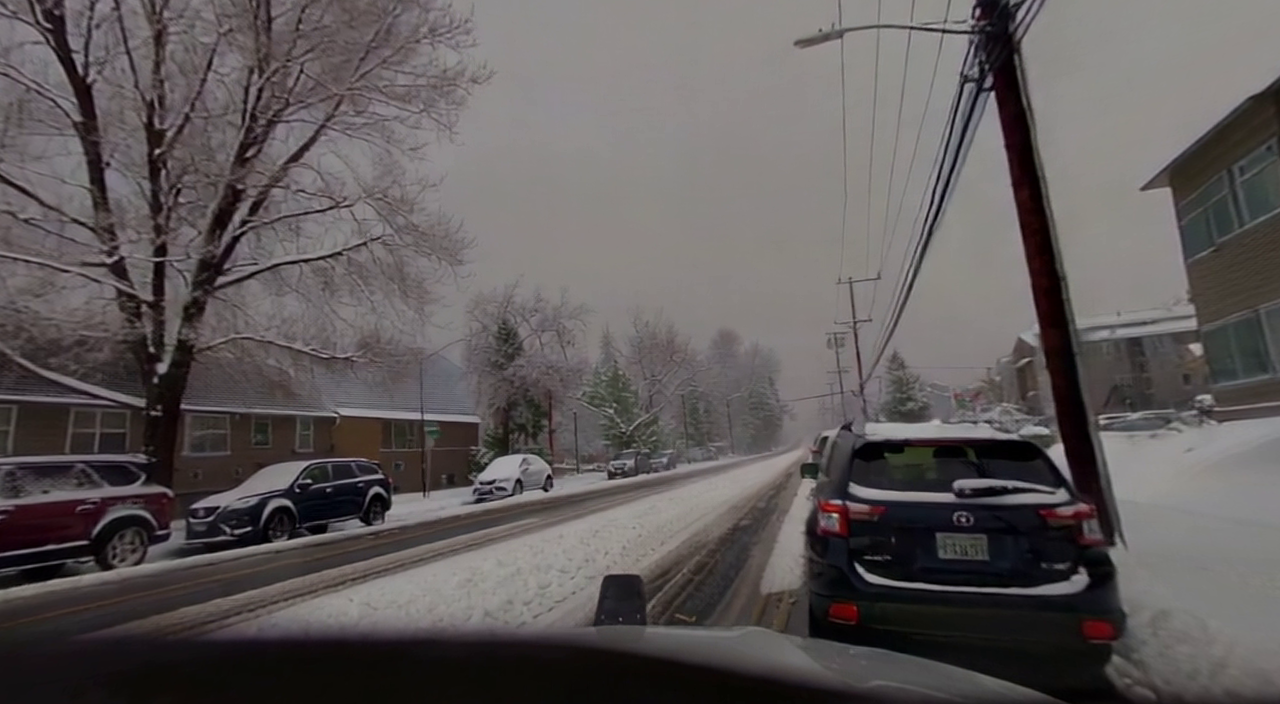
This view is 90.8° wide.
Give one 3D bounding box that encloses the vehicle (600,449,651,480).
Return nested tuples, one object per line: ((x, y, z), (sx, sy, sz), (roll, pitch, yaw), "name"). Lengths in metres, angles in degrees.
((-0.841, 7.038, 39.893), (2.011, 1.801, 4.676), (-2, -9, 15), "vehicle")

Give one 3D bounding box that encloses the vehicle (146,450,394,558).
((-7.693, 3.171, 13.805), (2.068, 1.745, 4.579), (-9, -11, 11), "vehicle")

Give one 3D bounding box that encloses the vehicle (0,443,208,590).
((-9.053, 2.327, 8.729), (1.973, 1.848, 5.100), (-10, -11, 12), "vehicle")

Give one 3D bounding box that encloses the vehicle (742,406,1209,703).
((2.187, 1.384, 5.387), (2.030, 1.535, 4.683), (-2, -9, 16), "vehicle")

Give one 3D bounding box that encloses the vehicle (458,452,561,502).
((-5.056, 4.969, 25.150), (2.017, 1.582, 4.664), (-9, -13, 14), "vehicle")
